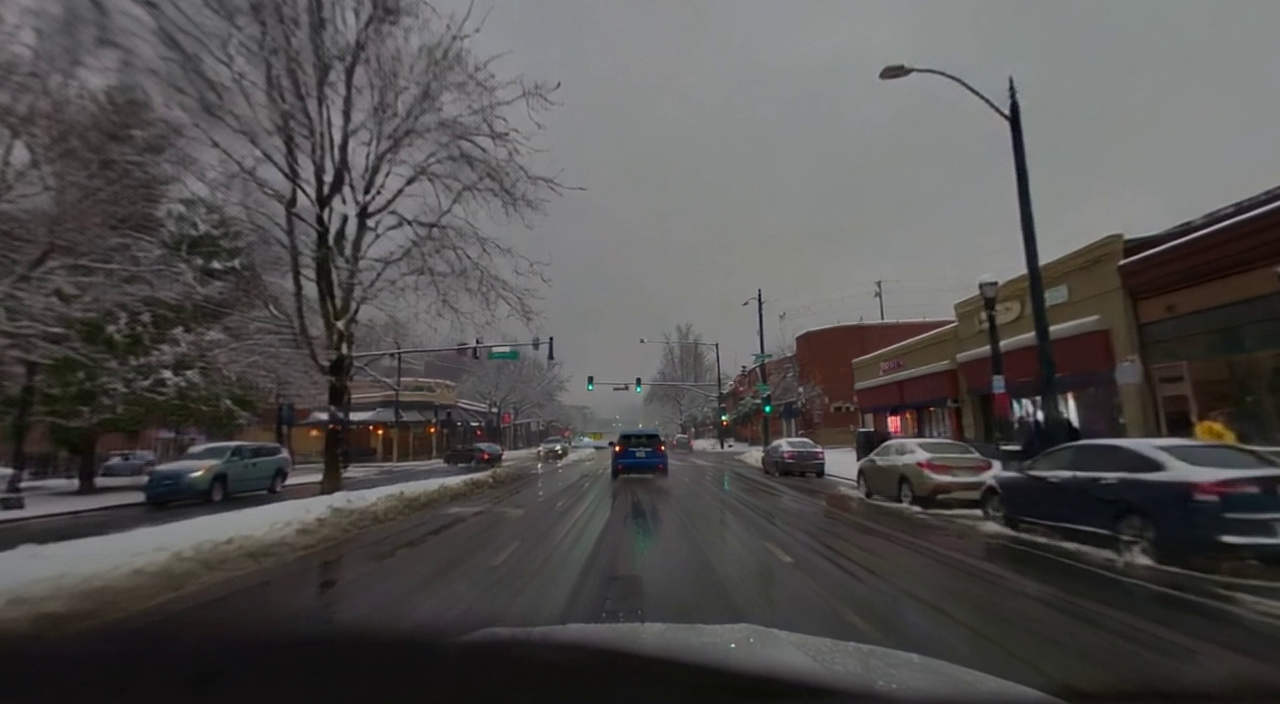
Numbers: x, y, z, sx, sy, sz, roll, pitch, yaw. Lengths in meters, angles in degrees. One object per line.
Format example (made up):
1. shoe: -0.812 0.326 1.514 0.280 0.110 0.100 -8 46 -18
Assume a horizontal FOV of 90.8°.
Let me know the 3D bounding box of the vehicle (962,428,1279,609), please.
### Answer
1. vehicle: 6.157 1.729 7.649 2.048 1.484 4.709 0 -8 0

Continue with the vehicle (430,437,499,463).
1. vehicle: -12.539 7.009 45.102 4.427 1.757 2.125 -4 -9 25

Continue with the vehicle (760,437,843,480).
1. vehicle: 6.100 4.074 24.482 1.986 1.515 4.265 0 -8 -1

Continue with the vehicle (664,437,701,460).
1. vehicle: 2.897 6.718 44.010 2.209 1.478 4.138 0 -8 -1

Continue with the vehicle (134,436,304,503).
1. vehicle: -14.057 3.909 21.637 2.197 1.985 5.183 0 -8 0

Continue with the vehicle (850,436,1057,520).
1. vehicle: 6.218 2.528 13.292 1.964 1.429 4.515 0 -8 -1

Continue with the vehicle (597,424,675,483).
1. vehicle: -0.164 3.464 21.768 2.382 1.796 4.610 0 -8 -1
